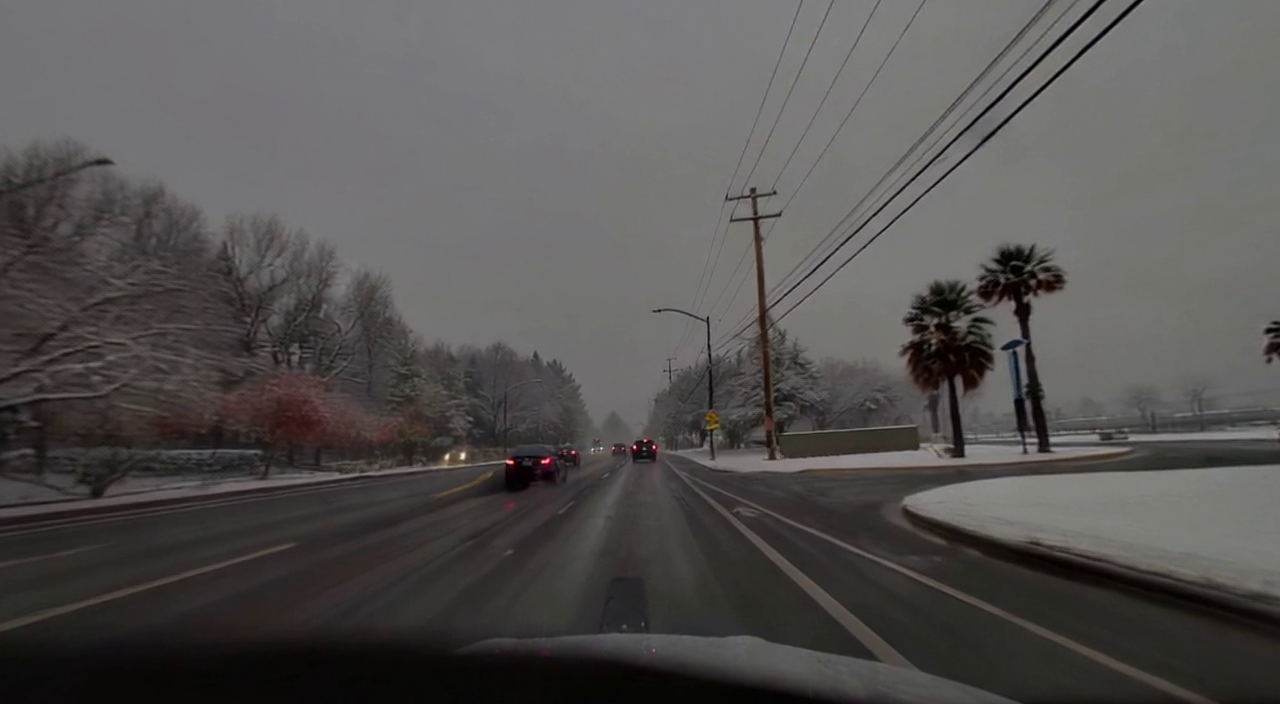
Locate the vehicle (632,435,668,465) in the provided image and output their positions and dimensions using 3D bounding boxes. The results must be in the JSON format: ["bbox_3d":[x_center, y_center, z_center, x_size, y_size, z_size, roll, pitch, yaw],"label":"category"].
[{"bbox_3d":[0.594,6.249,40.107,2.155,1.781,3.977,0,-9,0],"label":"vehicle"}]

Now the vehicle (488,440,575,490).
[{"bbox_3d":[-3.402,3.627,20.558,1.982,1.451,4.152,0,-9,2],"label":"vehicle"}]
